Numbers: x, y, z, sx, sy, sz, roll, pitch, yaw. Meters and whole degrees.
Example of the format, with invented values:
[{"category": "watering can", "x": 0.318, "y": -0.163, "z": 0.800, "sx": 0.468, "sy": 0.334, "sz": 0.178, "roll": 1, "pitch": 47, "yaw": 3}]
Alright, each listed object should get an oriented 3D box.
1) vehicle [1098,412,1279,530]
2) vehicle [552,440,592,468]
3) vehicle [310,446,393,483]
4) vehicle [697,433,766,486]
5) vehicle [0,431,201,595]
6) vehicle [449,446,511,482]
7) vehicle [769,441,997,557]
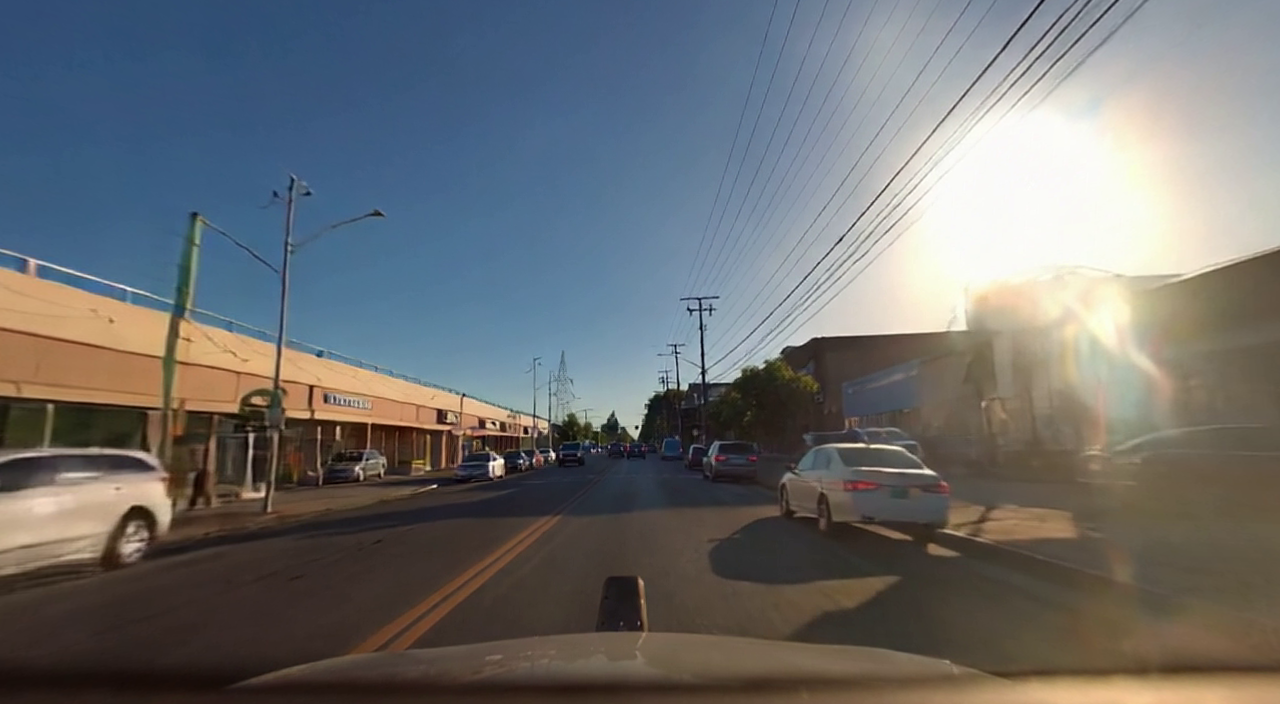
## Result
[{"category": "vehicle", "x": 10.290, "y": 1.755, "z": 9.812, "sx": 4.744, "sy": 1.610, "sz": 1.921, "roll": -2, "pitch": -8, "yaw": 1}, {"category": "vehicle", "x": -5.098, "y": 7.645, "z": 47.599, "sx": 2.152, "sy": 1.918, "sz": 4.217, "roll": -3, "pitch": -9, "yaw": 5}, {"category": "vehicle", "x": -14.813, "y": 5.800, "z": 32.814, "sx": 1.969, "sy": 1.741, "sz": 5.148, "roll": 0, "pitch": -9, "yaw": -1}, {"category": "vehicle", "x": 3.459, "y": 4.208, "z": 24.804, "sx": 2.025, "sy": 1.843, "sz": 4.883, "roll": -1, "pitch": -9, "yaw": 1}, {"category": "vehicle", "x": -8.263, "y": 1.883, "z": 7.474, "sx": 1.986, "sy": 1.831, "sz": 5.678, "roll": -1, "pitch": -9, "yaw": 1}, {"category": "vehicle", "x": -8.419, "y": 5.916, "z": 33.801, "sx": 2.113, "sy": 1.665, "sz": 5.062, "roll": 0, "pitch": -7, "yaw": -2}, {"category": "vehicle", "x": 3.562, "y": 2.207, "z": 10.335, "sx": 1.866, "sy": 1.439, "sz": 4.482, "roll": 0, "pitch": -8, "yaw": -1}]
